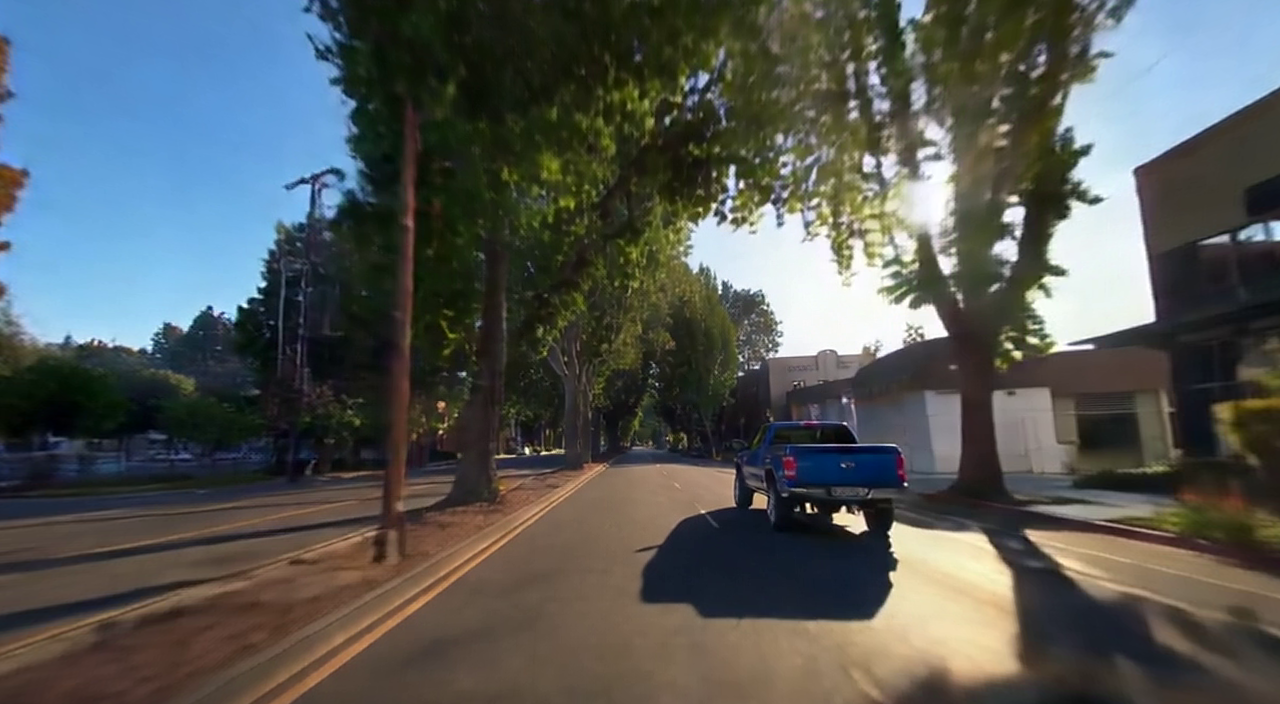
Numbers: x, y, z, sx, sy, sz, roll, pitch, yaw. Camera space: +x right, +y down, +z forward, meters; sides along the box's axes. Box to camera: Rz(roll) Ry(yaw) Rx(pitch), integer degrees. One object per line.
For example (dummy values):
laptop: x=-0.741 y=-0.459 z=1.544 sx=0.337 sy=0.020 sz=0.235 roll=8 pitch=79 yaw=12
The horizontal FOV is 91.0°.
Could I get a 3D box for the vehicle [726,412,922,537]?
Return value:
vehicle: x=3.090 y=2.207 z=12.052 sx=2.085 sy=1.828 sz=5.383 roll=0 pitch=-9 yaw=0
